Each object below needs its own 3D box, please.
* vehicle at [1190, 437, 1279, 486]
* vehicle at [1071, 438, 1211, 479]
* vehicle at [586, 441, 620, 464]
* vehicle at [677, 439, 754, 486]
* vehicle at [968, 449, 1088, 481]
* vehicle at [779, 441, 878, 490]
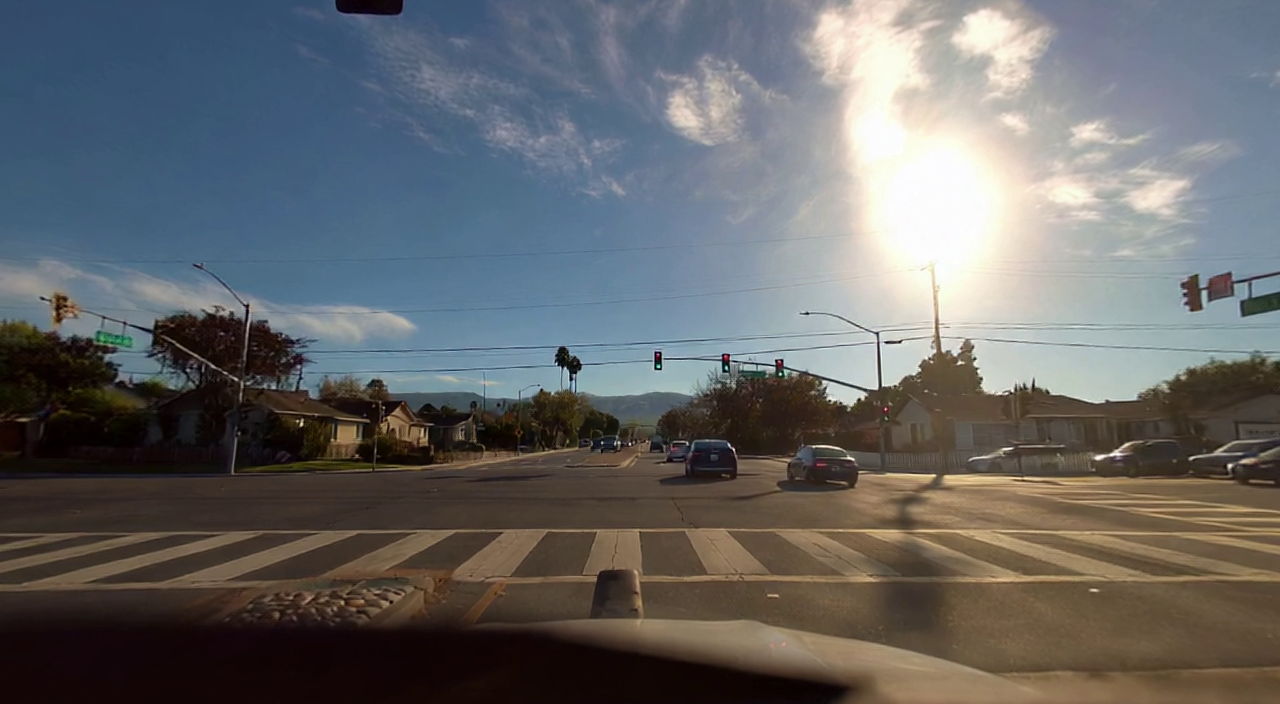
[{"bbox_3d":[23.613,4.039,23.479,4.417,1.725,1.969,0,-9,-1],"label":"vehicle"},{"bbox_3d":[23.479,4.987,29.758,4.807,1.835,2.033,0,-9,-1],"label":"vehicle"},{"bbox_3d":[-2.423,6.711,42.285,2.045,1.484,3.991,0,-9,0],"label":"vehicle"},{"bbox_3d":[2.536,3.851,22.404,2.079,1.473,4.748,0,-9,-1],"label":"vehicle"},{"bbox_3d":[19.714,5.750,32.243,4.874,1.544,1.779,0,-9,1],"label":"vehicle"},{"bbox_3d":[6.269,3.807,21.579,1.908,1.450,4.564,0,-9,-1],"label":"vehicle"}]
